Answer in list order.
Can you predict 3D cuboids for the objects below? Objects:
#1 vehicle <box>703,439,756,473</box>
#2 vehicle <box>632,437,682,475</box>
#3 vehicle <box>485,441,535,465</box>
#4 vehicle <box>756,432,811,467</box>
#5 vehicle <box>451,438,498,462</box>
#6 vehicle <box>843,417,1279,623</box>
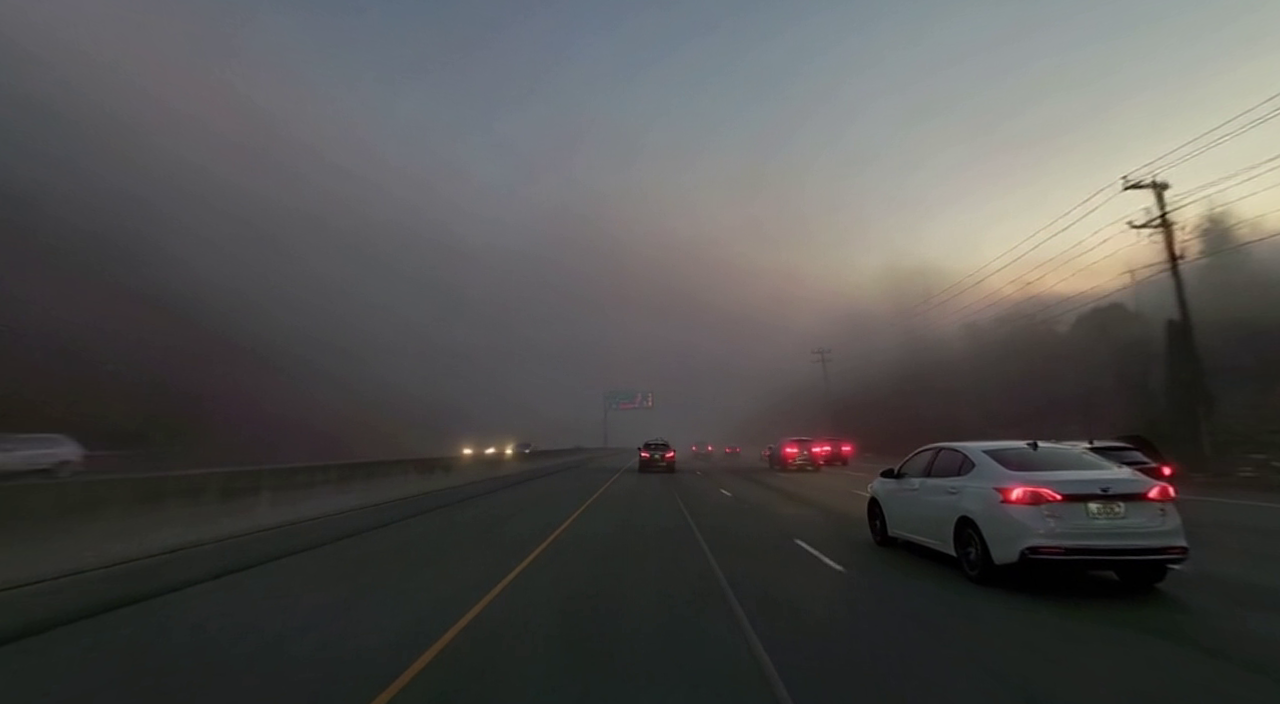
[{"bbox_3d":[4.148,4.888,29.866,1.936,1.465,4.060,0,-8,0],"label":"vehicle"},{"bbox_3d":[0.722,4.565,27.893,2.042,1.581,3.769,0,-8,0],"label":"vehicle"},{"bbox_3d":[-8.824,6.900,43.226,2.108,1.501,4.726,-1,-8,4],"label":"vehicle"},{"bbox_3d":[8.014,5.494,35.702,2.041,1.821,4.562,0,-8,0],"label":"vehicle"},{"bbox_3d":[-12.538,7.449,48.049,2.057,1.744,4.716,-1,-8,4],"label":"vehicle"},{"bbox_3d":[3.937,1.543,6.830,1.986,1.478,4.429,0,-8,0],"label":"vehicle"}]
